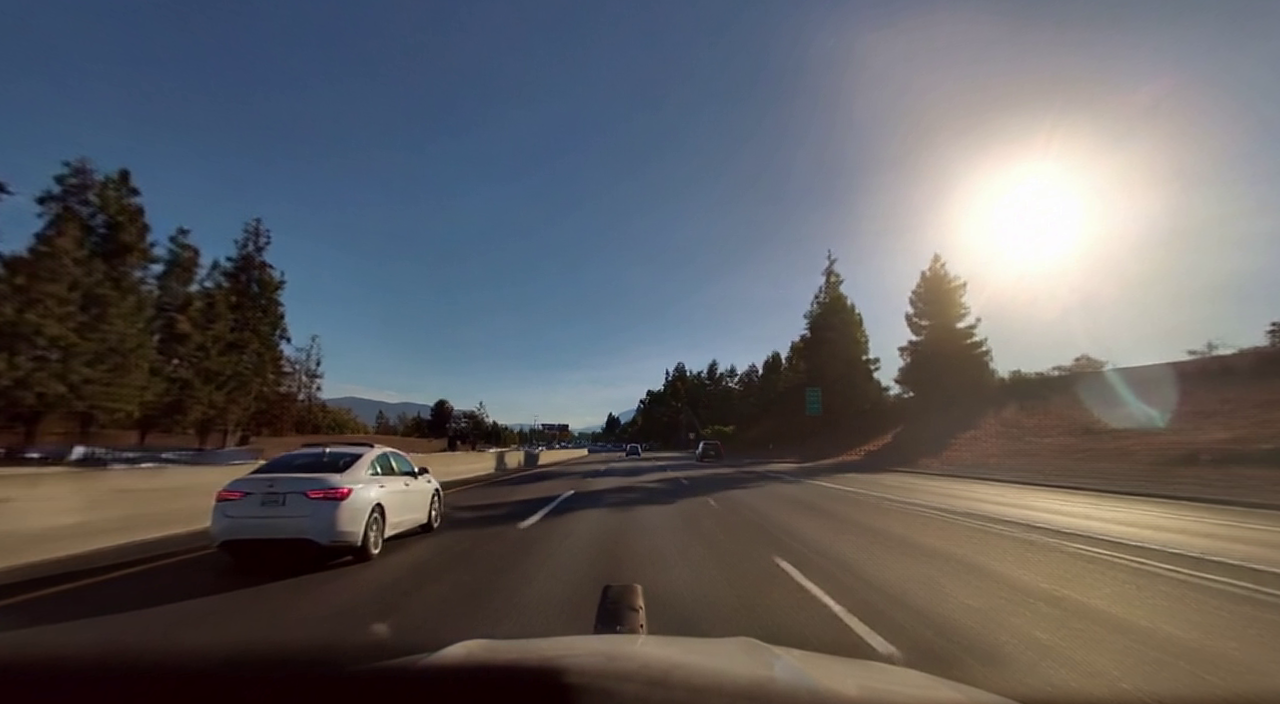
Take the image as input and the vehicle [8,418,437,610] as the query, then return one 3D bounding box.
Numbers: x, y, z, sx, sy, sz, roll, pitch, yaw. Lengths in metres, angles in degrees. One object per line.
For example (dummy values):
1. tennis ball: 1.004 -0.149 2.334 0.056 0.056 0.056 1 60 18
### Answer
1. vehicle: -4.109 1.642 7.357 2.050 1.547 4.266 0 -8 0
